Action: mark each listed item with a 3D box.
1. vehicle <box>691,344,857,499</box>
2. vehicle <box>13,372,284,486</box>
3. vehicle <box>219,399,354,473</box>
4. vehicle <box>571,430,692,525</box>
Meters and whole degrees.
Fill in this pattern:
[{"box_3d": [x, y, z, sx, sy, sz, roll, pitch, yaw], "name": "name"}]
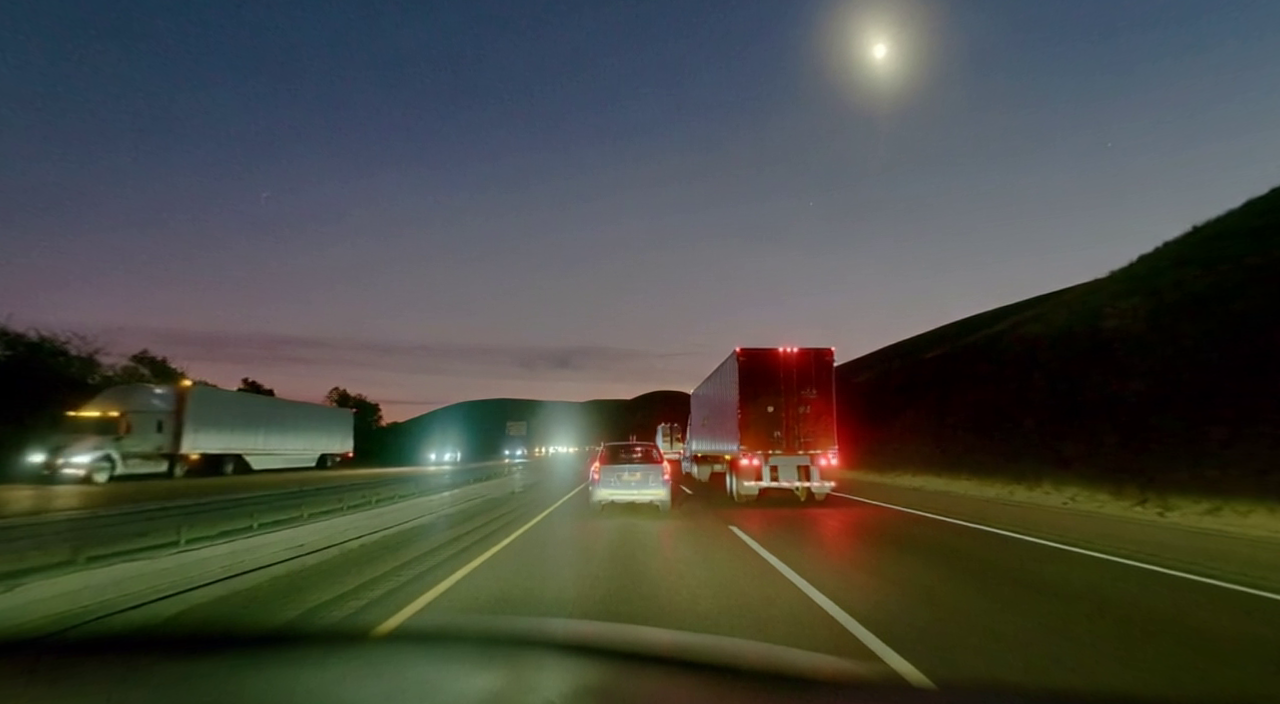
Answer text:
[{"box_3d": [4.048, 2.866, 23.480, 2.812, 4.024, 14.098, 0, -9, -1], "name": "vehicle"}, {"box_3d": [-19.652, 3.423, 26.750, 2.962, 3.847, 10.654, 0, -9, -1], "name": "vehicle"}, {"box_3d": [-19.816, 4.892, 36.216, 2.842, 3.712, 8.403, 0, -9, -1], "name": "vehicle"}, {"box_3d": [-0.181, 2.508, 13.048, 2.109, 1.639, 3.768, 0, -9, -1], "name": "vehicle"}]
